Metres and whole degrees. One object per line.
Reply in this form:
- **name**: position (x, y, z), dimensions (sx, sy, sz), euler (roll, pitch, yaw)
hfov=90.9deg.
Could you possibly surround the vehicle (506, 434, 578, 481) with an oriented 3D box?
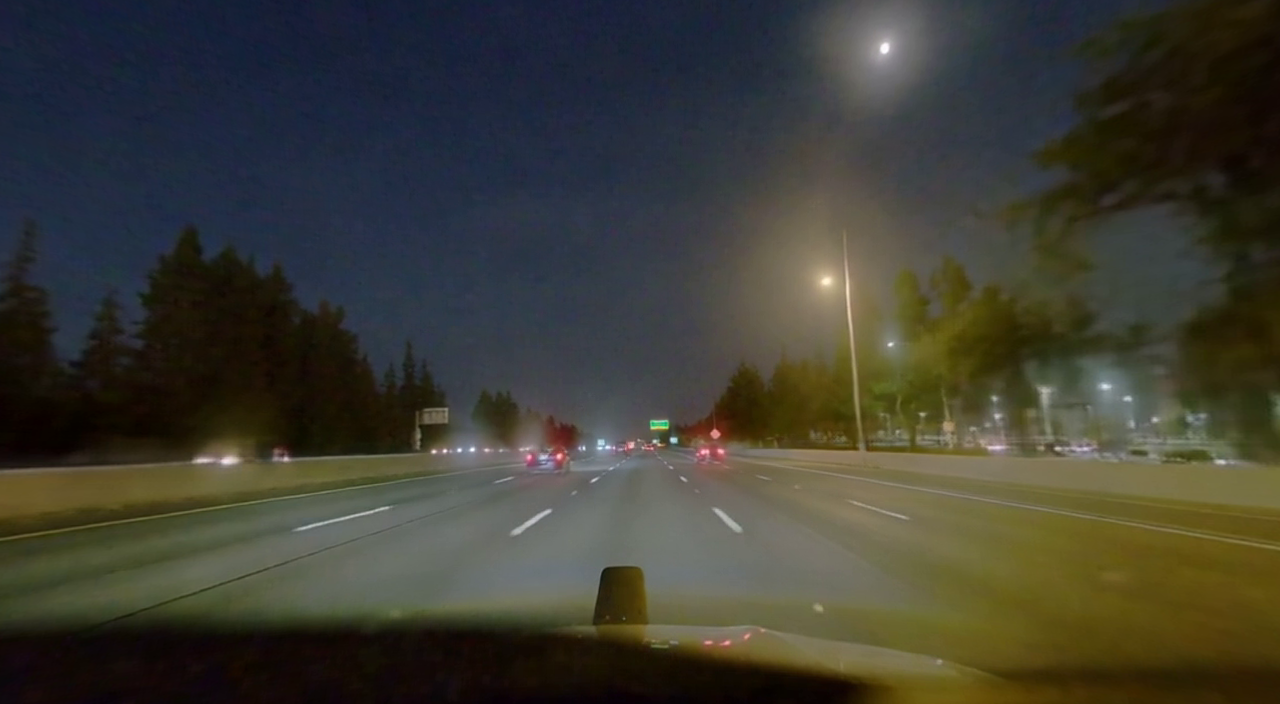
- **vehicle**: position (-3.889, 4.305, 25.927), dimensions (2.196, 1.733, 4.355), euler (0, -8, 1)

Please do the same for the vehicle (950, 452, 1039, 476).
- **vehicle**: position (22.900, 7.235, 40.834), dimensions (4.578, 1.468, 2.021), euler (0, -8, -4)

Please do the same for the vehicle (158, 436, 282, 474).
- **vehicle**: position (-20.977, 5.160, 31.927), dimensions (2.254, 1.745, 5.708), euler (0, -8, 1)

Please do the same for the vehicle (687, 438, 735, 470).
- **vehicle**: position (4.039, 5.860, 36.467), dimensions (2.229, 1.704, 4.392), euler (0, -8, 0)
